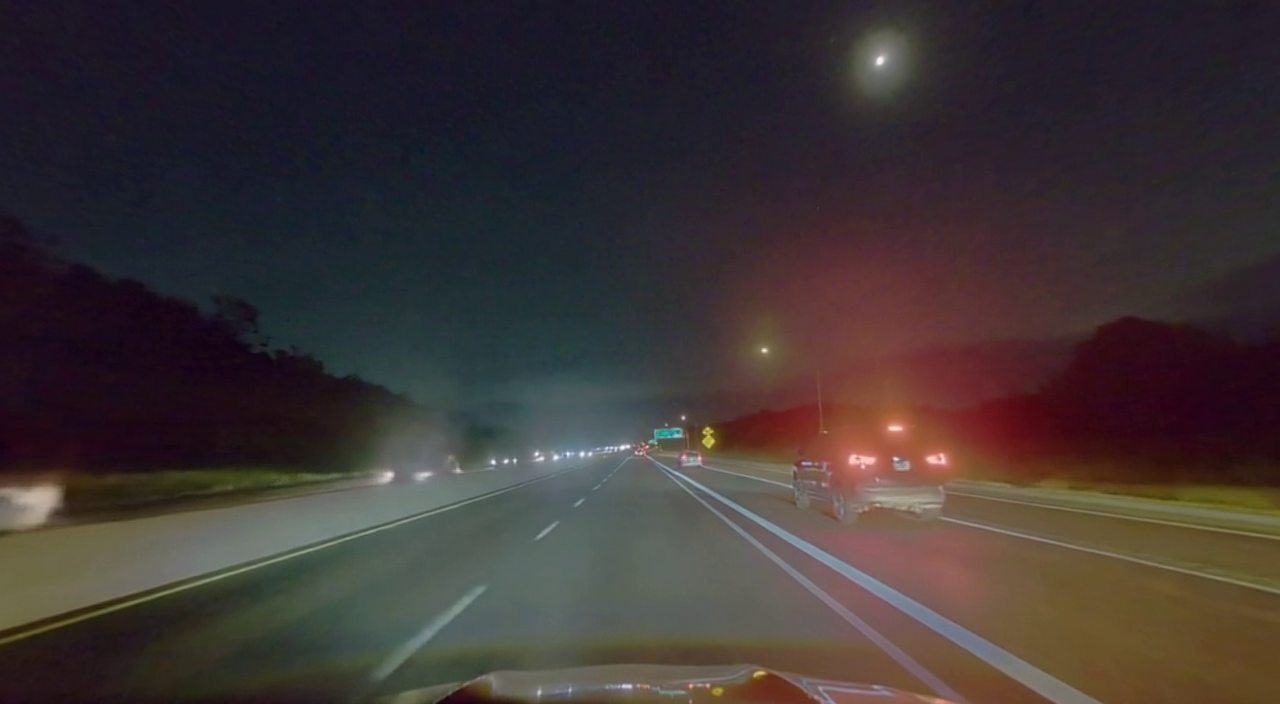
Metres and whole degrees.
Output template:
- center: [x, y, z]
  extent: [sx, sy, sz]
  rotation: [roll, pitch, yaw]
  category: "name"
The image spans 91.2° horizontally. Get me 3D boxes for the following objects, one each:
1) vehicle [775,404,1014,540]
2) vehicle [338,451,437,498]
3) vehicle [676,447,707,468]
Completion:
- center: [4.170, 2.114, 11.549]
  extent: [2.177, 1.914, 5.245]
  rotation: [0, -9, 0]
  category: "vehicle"
- center: [-8.776, 4.252, 22.134]
  extent: [1.850, 1.509, 3.898]
  rotation: [0, -9, 0]
  category: "vehicle"
- center: [3.903, 8.042, 47.763]
  extent: [1.917, 1.488, 3.693]
  rotation: [0, -9, -2]
  category: "vehicle"
